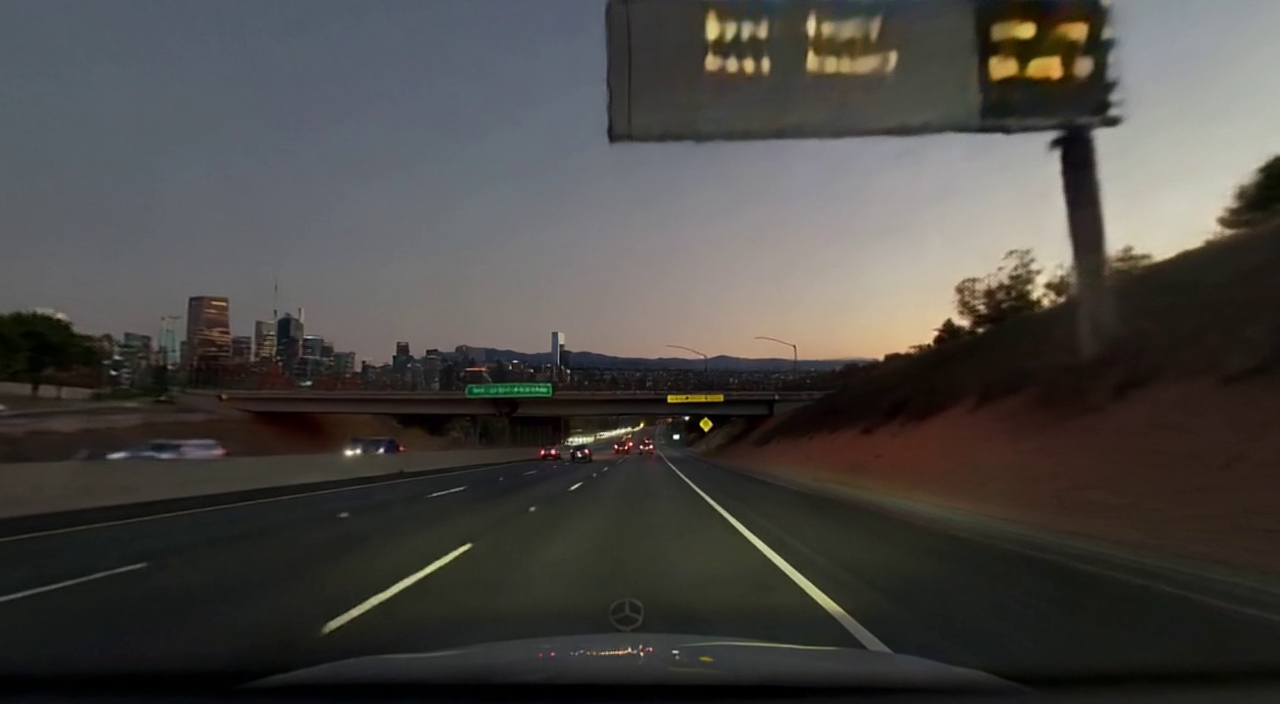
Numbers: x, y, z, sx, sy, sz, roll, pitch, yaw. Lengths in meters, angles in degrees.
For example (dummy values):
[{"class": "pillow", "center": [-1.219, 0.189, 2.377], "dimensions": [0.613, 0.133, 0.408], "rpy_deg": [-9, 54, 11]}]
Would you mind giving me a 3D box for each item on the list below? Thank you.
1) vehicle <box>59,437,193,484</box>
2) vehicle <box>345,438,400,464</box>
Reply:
[{"class": "vehicle", "center": [-16.697, 3.521, 20.710], "dimensions": [1.529, 1.390, 3.336], "rpy_deg": [0, -8, 1]}, {"class": "vehicle", "center": [-16.180, 6.010, 38.331], "dimensions": [1.716, 1.450, 3.496], "rpy_deg": [0, -8, 1]}]
